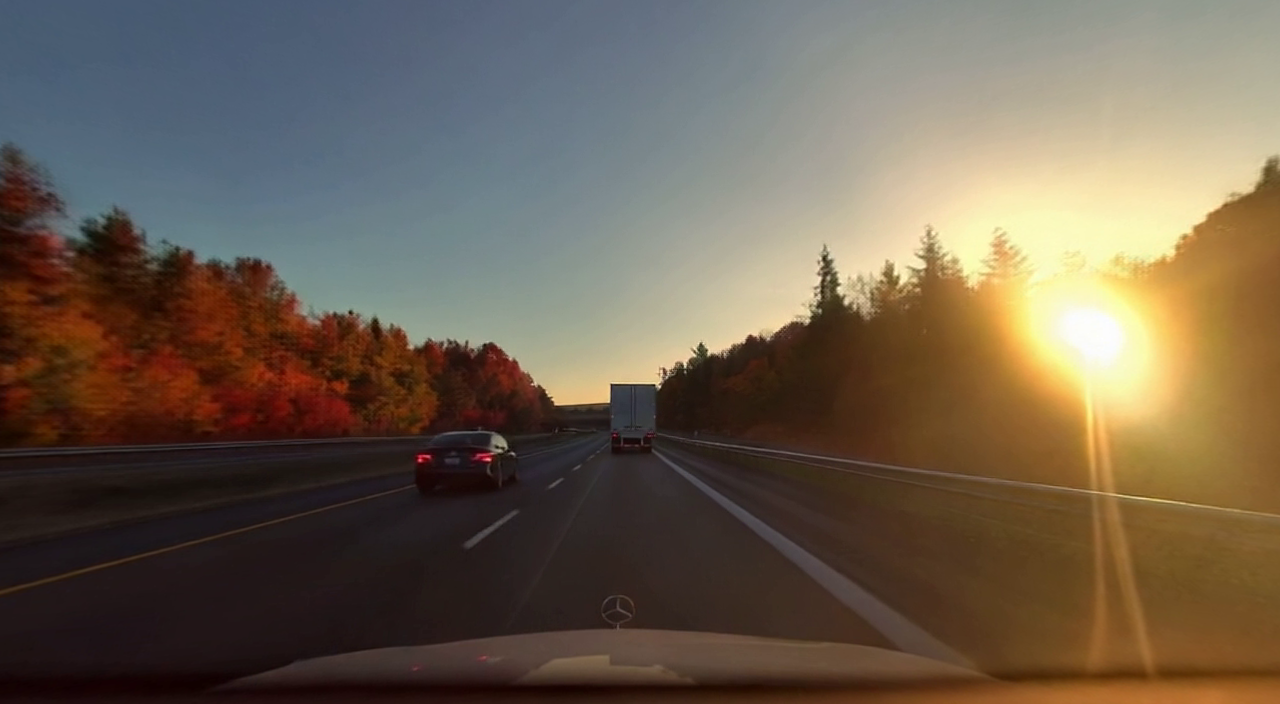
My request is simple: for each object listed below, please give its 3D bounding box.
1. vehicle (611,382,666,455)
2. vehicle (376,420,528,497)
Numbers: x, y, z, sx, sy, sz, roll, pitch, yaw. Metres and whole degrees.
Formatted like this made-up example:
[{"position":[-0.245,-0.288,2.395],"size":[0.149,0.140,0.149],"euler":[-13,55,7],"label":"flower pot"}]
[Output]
[{"position":[-0.287,4.393,40.219],"size":[3.013,4.016,11.496],"euler":[0,-8,-2],"label":"vehicle"},{"position":[-4.080,2.388,14.541],"size":[2.217,1.495,4.245],"euler":[0,-8,0],"label":"vehicle"}]
